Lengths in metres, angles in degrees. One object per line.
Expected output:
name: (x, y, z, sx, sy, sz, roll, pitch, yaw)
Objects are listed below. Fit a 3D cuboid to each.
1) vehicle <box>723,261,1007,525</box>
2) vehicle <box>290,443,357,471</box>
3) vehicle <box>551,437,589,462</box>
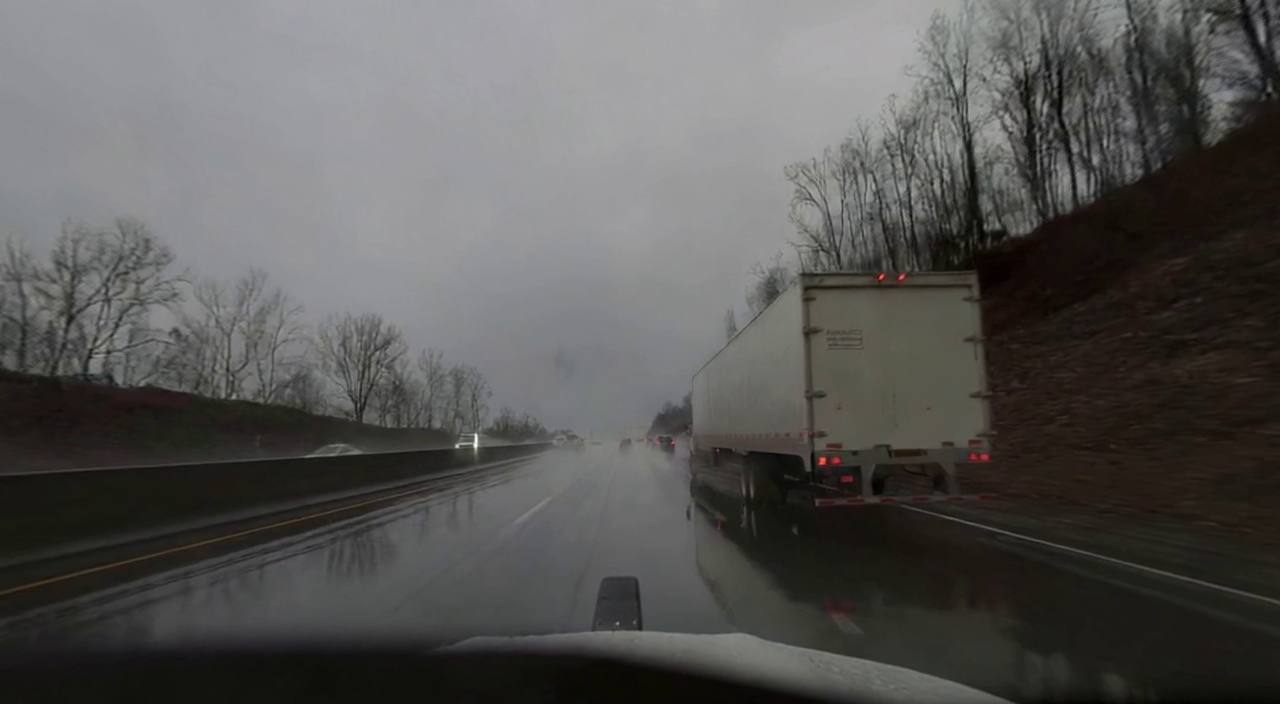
vehicle: (3.932, 1.140, 13.817, 2.906, 3.999, 8.621, 0, -8, -1)
vehicle: (-19.848, 6.583, 39.675, 1.893, 1.584, 4.596, 0, -8, 0)
vehicle: (-4.431, 6.214, 40.227, 2.017, 1.484, 4.088, 0, -8, -1)
